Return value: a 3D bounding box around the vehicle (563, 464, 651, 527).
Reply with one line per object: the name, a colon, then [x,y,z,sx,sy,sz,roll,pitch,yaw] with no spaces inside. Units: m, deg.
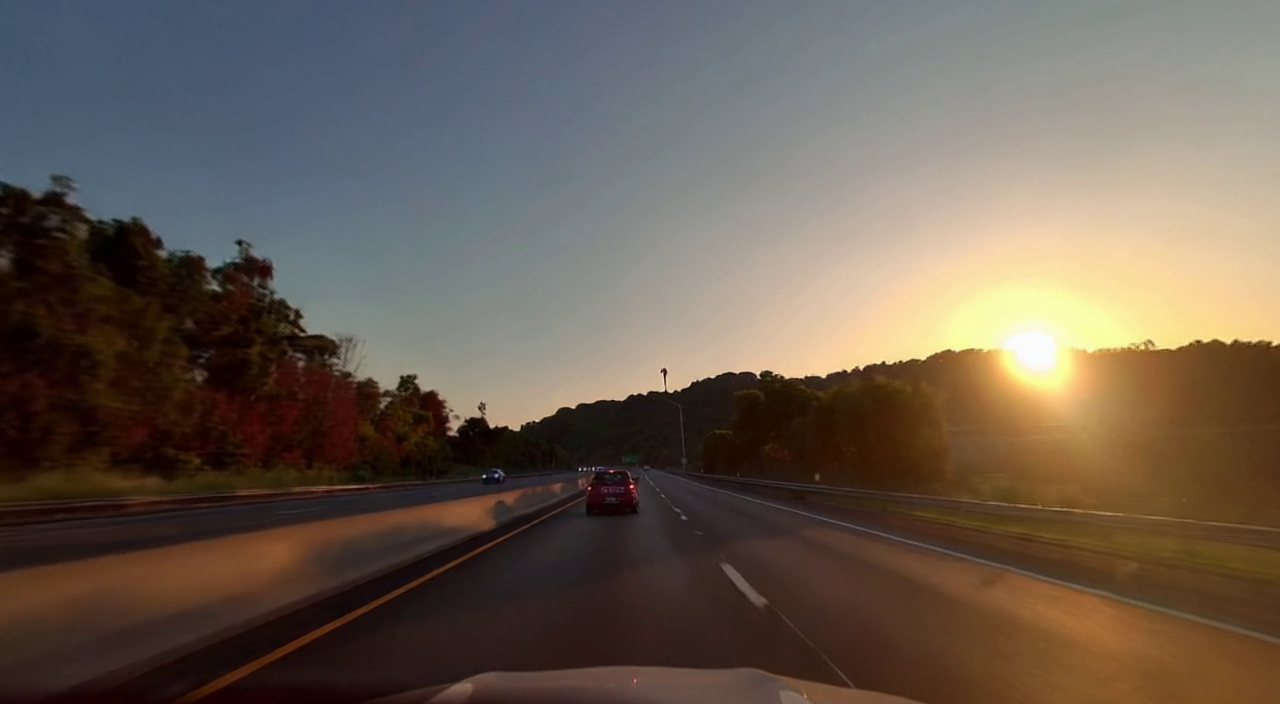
vehicle: [-0.804,3.988,18.009,2.135,1.506,5.041,1,-10,0]
